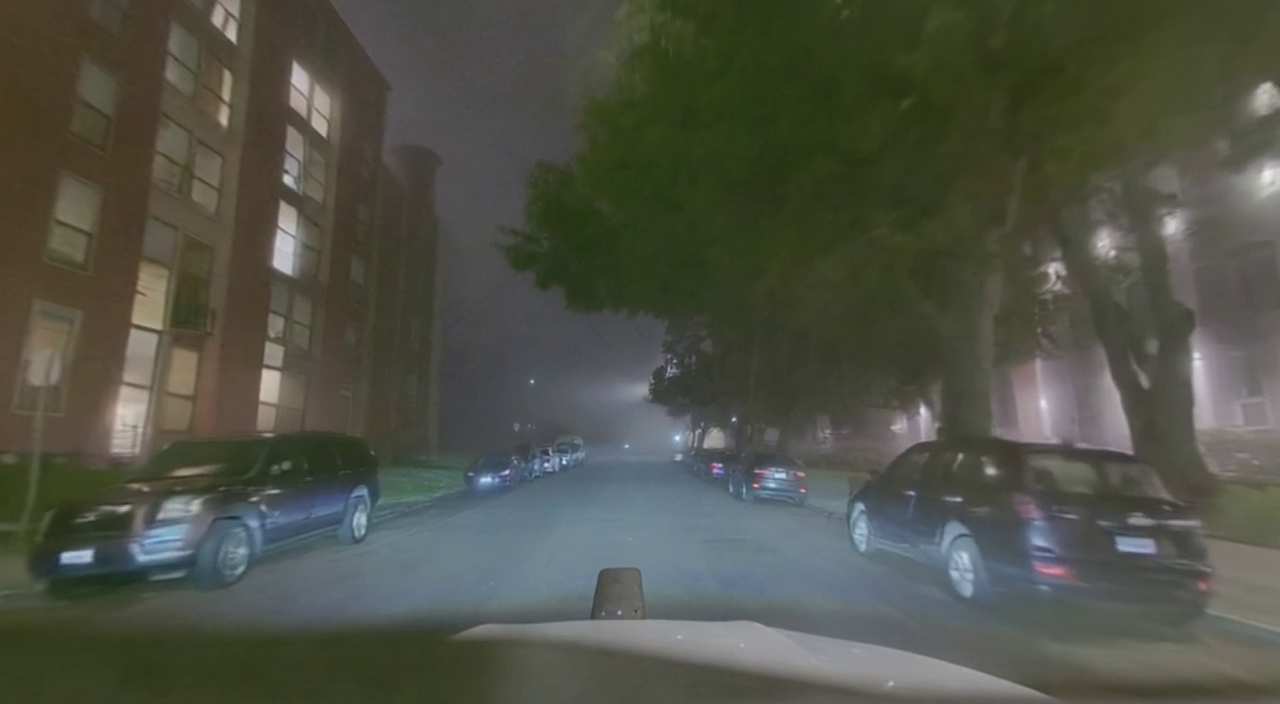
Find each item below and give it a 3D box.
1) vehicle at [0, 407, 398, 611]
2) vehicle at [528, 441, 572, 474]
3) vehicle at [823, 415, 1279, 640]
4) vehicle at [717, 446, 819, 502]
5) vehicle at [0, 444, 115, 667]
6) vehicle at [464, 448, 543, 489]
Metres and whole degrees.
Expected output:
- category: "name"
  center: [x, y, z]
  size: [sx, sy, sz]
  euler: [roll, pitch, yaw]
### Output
- category: "vehicle"
  center: [-5.320, 1.846, 8.492]
  size: [2.213, 1.825, 4.986]
  euler: [-2, -8, 0]
- category: "vehicle"
  center: [-5.416, 6.387, 38.602]
  size: [2.069, 1.881, 4.697]
  euler: [0, -8, -1]
- category: "vehicle"
  center: [3.825, 1.655, 7.120]
  size: [1.992, 1.643, 4.735]
  euler: [0, -8, -1]
- category: "vehicle"
  center: [3.657, 3.567, 19.012]
  size: [1.881, 1.460, 4.737]
  euler: [0, -8, -3]
- category: "vehicle"
  center: [-5.280, 1.137, 2.641]
  size: [2.026, 1.461, 4.837]
  euler: [-1, -8, 0]
- category: "vehicle"
  center: [-5.302, 4.572, 25.220]
  size: [2.080, 1.458, 4.511]
  euler: [0, -8, 1]
